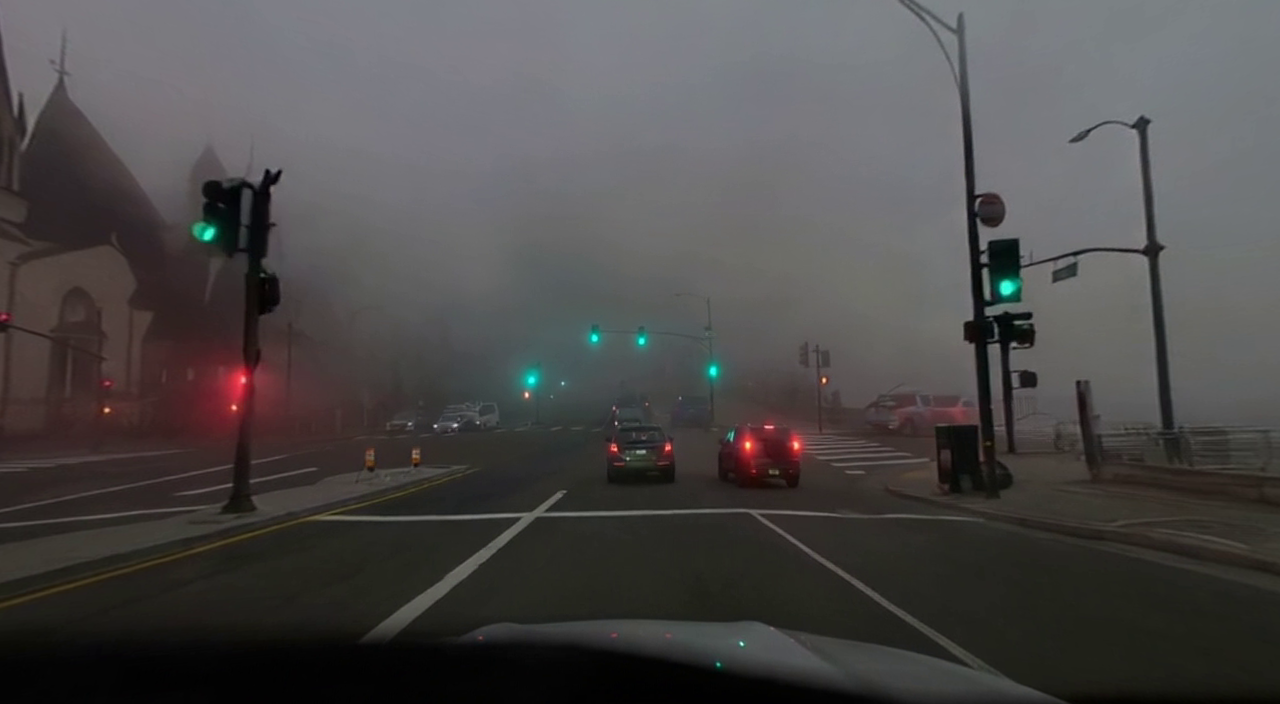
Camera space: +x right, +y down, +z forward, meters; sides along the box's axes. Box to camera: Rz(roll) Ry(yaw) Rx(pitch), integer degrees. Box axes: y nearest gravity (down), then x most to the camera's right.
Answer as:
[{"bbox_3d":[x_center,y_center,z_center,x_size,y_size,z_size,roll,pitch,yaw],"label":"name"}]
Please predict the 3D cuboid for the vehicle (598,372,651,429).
[{"bbox_3d":[-1.131,3.119,39.658,2.930,3.209,8.154,0,-6,-4],"label":"vehicle"}]

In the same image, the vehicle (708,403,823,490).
[{"bbox_3d":[3.346,2.515,17.887,2.080,1.735,4.650,4,-1,-2],"label":"vehicle"}]

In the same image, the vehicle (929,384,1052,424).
[{"bbox_3d":[16.396,2.442,29.682,4.512,1.734,2.143,-1,-5,-3],"label":"vehicle"}]

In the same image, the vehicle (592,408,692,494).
[{"bbox_3d":[-0.057,2.321,15.715,2.168,1.776,4.135,0,-4,-3],"label":"vehicle"}]

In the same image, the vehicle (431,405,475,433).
[{"bbox_3d":[-13.623,4.958,46.274,2.069,1.790,4.358,1,-9,-3],"label":"vehicle"}]

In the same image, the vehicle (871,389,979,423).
[{"bbox_3d":[14.574,2.805,32.449,4.488,1.475,2.083,-2,-7,-3],"label":"vehicle"}]

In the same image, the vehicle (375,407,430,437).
[{"bbox_3d":[-16.599,4.994,44.486,1.969,1.896,5.404,1,-9,-3],"label":"vehicle"}]

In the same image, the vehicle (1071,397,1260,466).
[{"bbox_3d":[16.376,2.423,19.815,4.379,1.486,1.941,-5,2,-3],"label":"vehicle"}]
